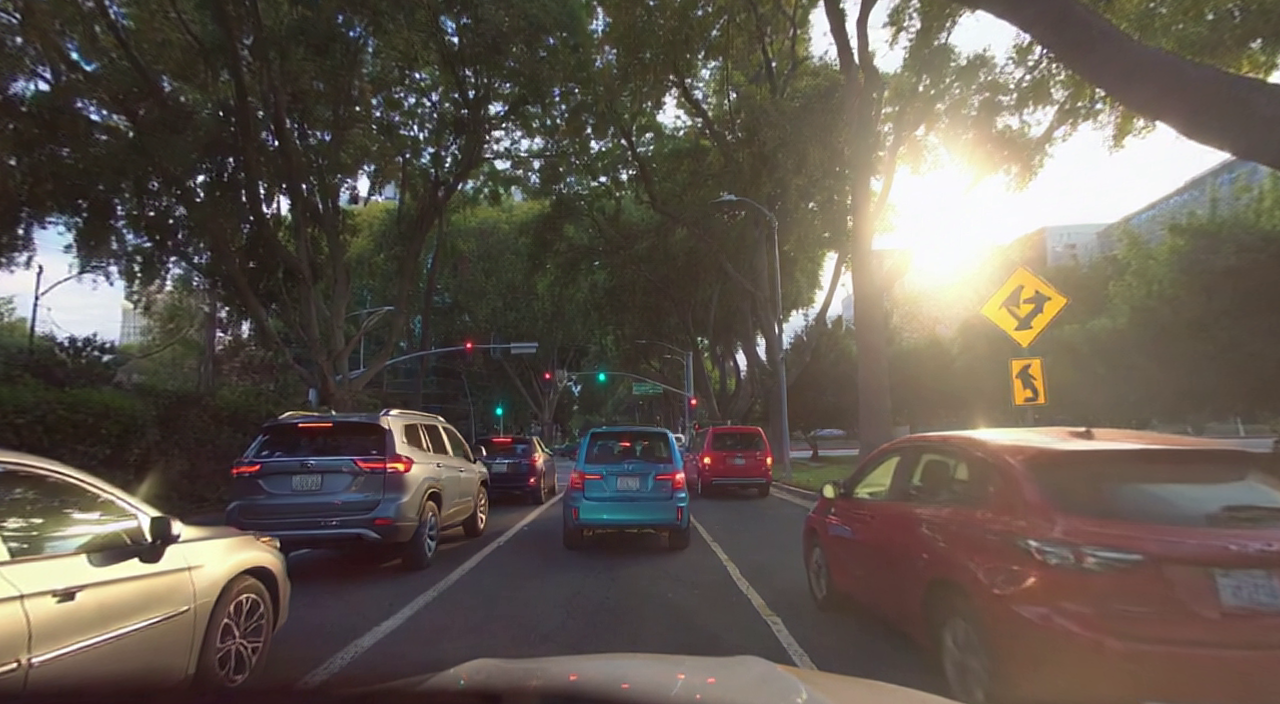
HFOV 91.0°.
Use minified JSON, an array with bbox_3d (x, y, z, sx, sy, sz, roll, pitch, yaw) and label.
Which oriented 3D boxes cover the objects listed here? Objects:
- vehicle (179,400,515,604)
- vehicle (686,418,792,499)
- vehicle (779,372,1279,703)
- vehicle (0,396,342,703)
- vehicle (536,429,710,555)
[{"bbox_3d":[-2.897,1.574,7.454,1.964,1.712,4.097,0,-8,0],"label":"vehicle"},{"bbox_3d":[2.453,2.809,16.879,2.059,1.864,4.541,0,-8,-1],"label":"vehicle"},{"bbox_3d":[2.522,1.146,4.171,2.116,1.497,4.652,0,-8,0],"label":"vehicle"},{"bbox_3d":[-2.925,0.843,1.619,1.974,1.484,4.716,0,-8,0],"label":"vehicle"},{"bbox_3d":[-0.252,1.925,9.340,2.025,1.453,3.848,0,-8,-2],"label":"vehicle"}]
